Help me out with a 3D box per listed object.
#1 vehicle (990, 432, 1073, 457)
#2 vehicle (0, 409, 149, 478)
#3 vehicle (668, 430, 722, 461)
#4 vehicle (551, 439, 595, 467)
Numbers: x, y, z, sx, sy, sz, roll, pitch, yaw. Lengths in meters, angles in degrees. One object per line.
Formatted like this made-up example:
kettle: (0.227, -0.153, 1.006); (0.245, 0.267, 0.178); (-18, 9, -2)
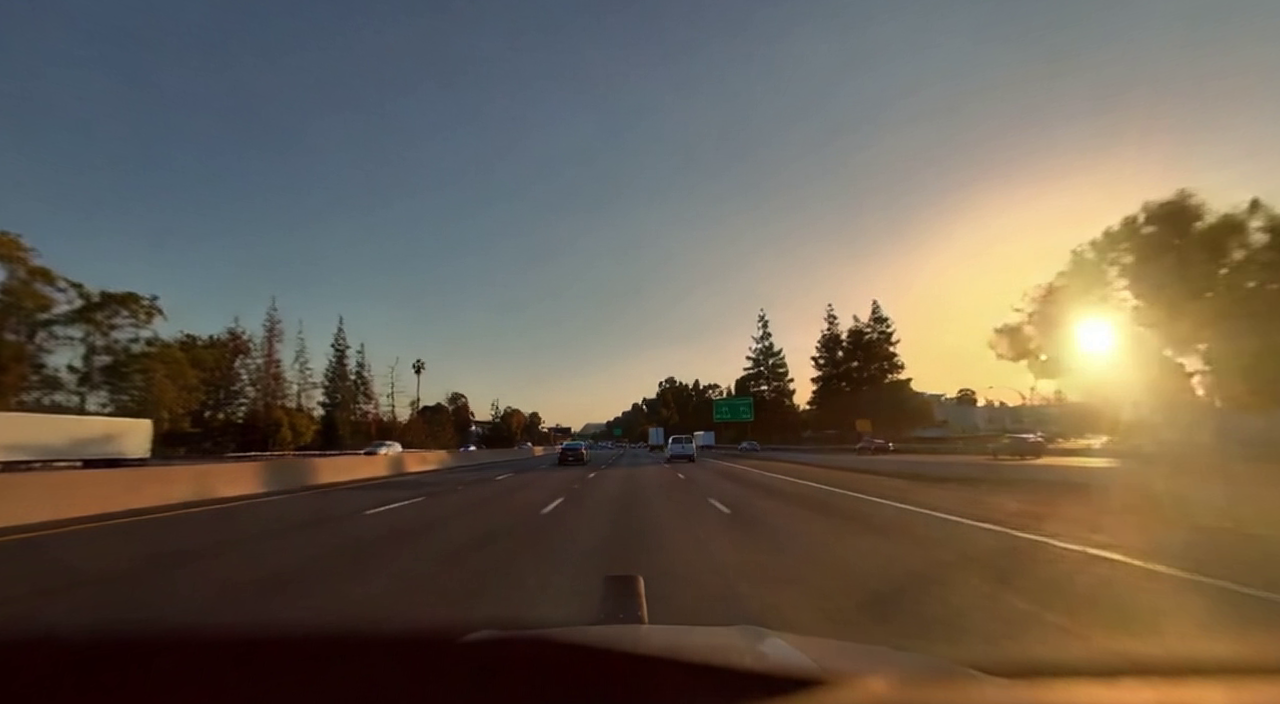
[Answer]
vehicle: (30.750, 7.300, 49.613); (2.139, 1.881, 5.005); (4, -10, -28)
vehicle: (-39.600, 5.993, 41.037); (3.197, 4.032, 16.898); (1, -9, -6)
vehicle: (3.870, 7.057, 47.524); (3.042, 2.004, 14.051); (0, -8, 1)
vehicle: (-3.717, 5.703, 35.754); (2.066, 1.500, 4.415); (0, -8, 0)
